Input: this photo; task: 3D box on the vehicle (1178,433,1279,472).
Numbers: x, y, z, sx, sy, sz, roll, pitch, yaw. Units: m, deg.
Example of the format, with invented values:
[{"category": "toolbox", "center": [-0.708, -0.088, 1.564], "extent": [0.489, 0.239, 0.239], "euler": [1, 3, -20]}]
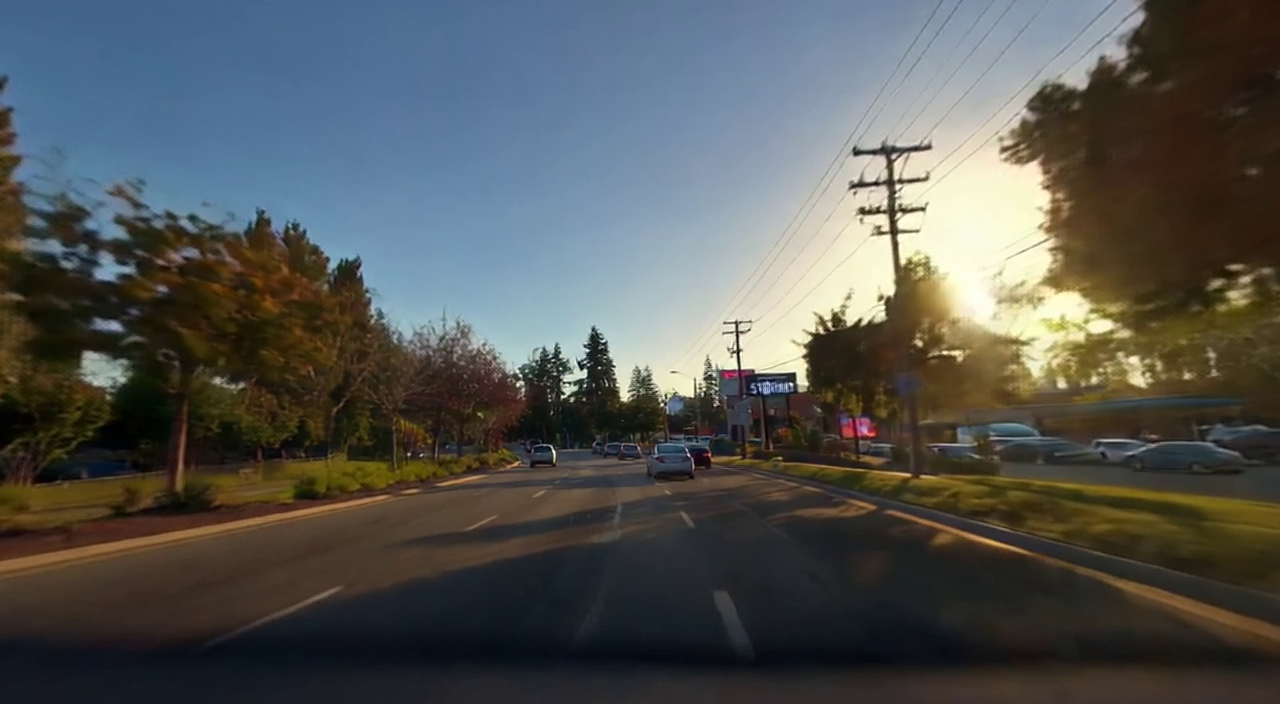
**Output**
[{"category": "vehicle", "center": [29.638, 4.959, 31.081], "extent": [4.106, 1.638, 1.997], "euler": [-7, -12, 18]}]

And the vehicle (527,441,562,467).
[{"category": "vehicle", "center": [-6.737, 7.221, 44.914], "extent": [2.195, 1.752, 4.515], "euler": [1, -9, -5]}]

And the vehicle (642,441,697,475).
[{"category": "vehicle", "center": [1.296, 5.018, 30.014], "extent": [2.130, 1.476, 4.453], "euler": [1, -8, -4]}]
